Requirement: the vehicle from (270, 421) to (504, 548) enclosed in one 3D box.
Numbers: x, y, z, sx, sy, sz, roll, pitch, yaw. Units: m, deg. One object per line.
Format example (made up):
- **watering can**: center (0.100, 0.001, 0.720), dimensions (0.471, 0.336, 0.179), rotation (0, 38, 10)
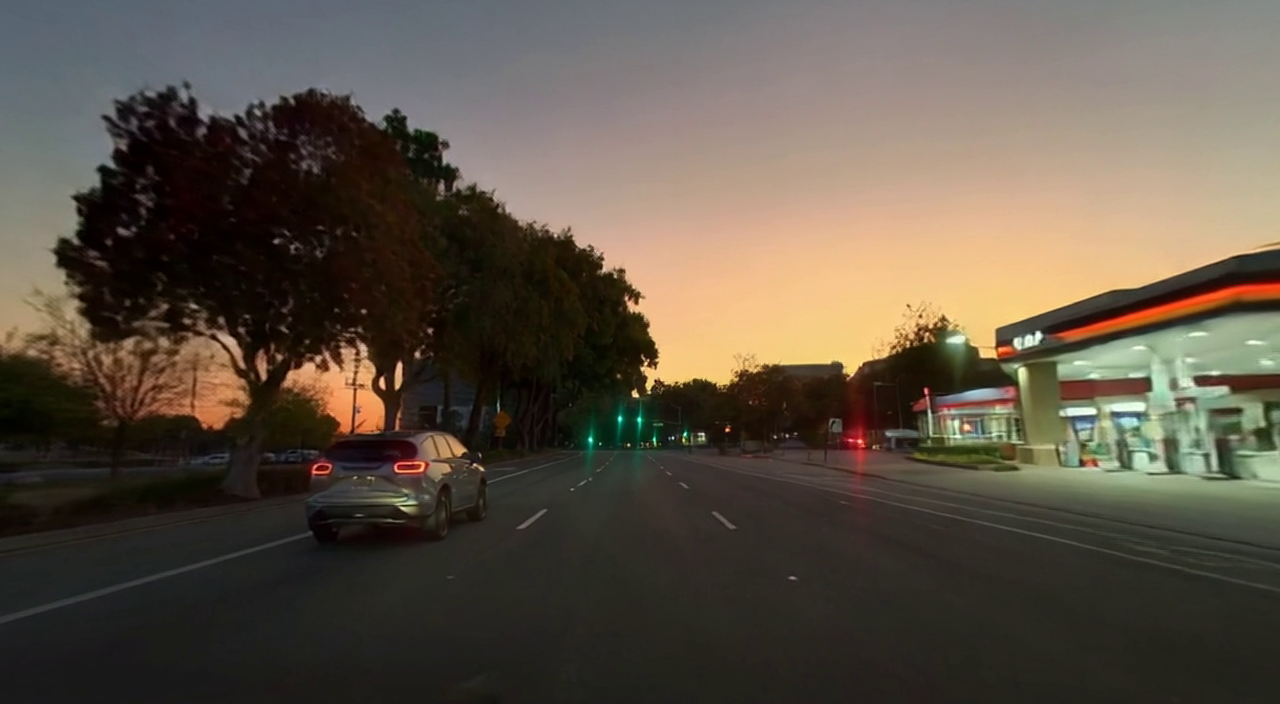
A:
- **vehicle**: center (-3.848, 2.099, 10.693), dimensions (2.039, 1.656, 4.710), rotation (0, -9, -1)
